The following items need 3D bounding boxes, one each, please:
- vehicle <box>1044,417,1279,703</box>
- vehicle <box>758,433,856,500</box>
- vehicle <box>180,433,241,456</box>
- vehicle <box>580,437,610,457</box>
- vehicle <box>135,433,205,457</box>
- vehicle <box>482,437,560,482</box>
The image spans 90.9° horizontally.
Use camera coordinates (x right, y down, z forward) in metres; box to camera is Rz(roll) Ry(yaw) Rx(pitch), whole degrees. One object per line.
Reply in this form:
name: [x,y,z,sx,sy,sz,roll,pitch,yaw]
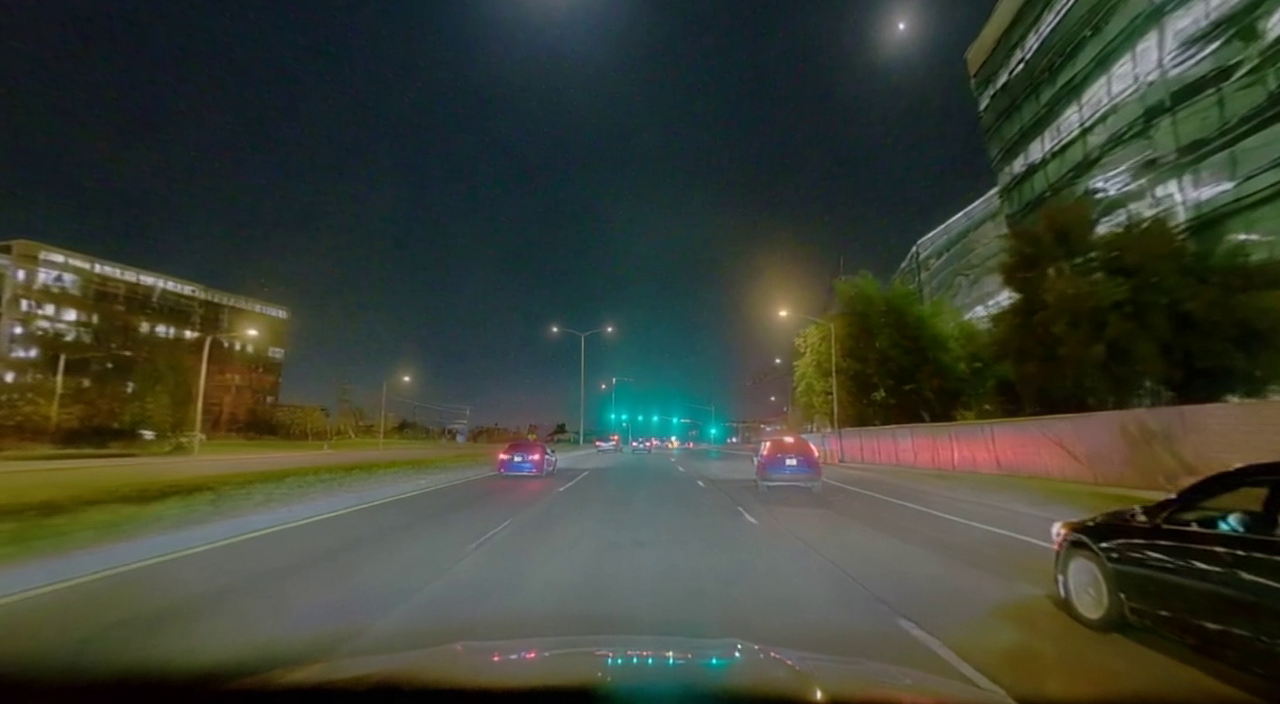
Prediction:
vehicle: [4.046,1.040,2.929,1.784,1.471,3.935,0,-8,2]
vehicle: [4.091,2.814,15.990,1.913,1.499,3.581,-1,-8,7]
vehicle: [-31.083,6.706,45.650,1.681,1.575,3.449,-1,-8,7]
vehicle: [-3.533,7.512,49.961,1.888,1.486,4.310,0,-8,2]
vehicle: [-33.787,6.686,45.372,1.806,1.653,3.792,-1,-8,8]
vehicle: [-4.025,3.658,21.953,1.848,1.406,4.013,0,-8,2]
